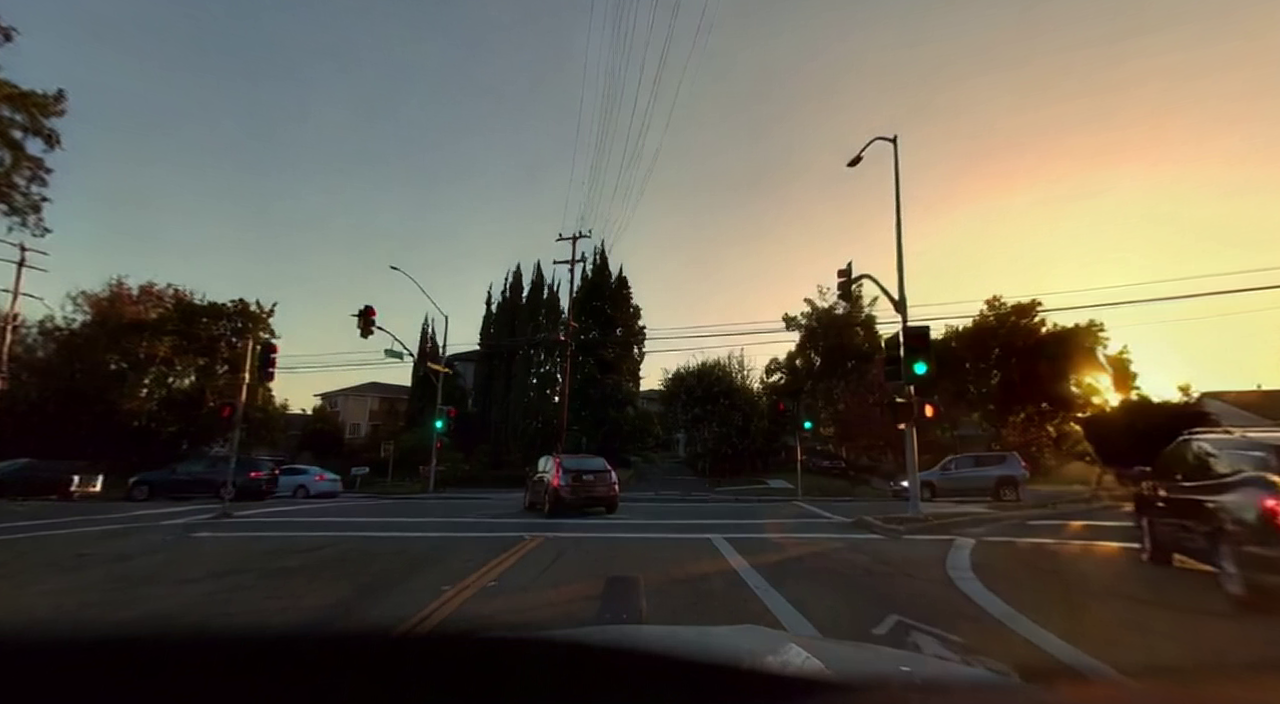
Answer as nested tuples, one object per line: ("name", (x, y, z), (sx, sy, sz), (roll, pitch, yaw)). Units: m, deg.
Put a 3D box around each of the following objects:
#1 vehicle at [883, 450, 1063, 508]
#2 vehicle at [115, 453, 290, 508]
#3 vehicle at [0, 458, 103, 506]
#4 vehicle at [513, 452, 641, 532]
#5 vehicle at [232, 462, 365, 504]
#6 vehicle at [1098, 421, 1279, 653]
("vehicle", (10.629, 4.078, 20.469), (4.600, 1.722, 2.074), (-1, -9, 5))
("vehicle", (-14.303, 4.173, 20.756), (4.485, 1.625, 1.980), (-1, -8, 8))
("vehicle", (-21.565, 4.430, 21.704), (4.736, 1.475, 1.921), (-1, -9, 9))
("vehicle", (-1.687, 3.188, 15.087), (2.078, 1.506, 4.512), (3, -9, -18))
("vehicle", (-13.645, 5.210, 25.306), (4.343, 1.492, 2.063), (-2, -9, 14))
("vehicle", (6.361, 1.595, 6.034), (1.969, 1.738, 4.515), (-3, -9, 21))
